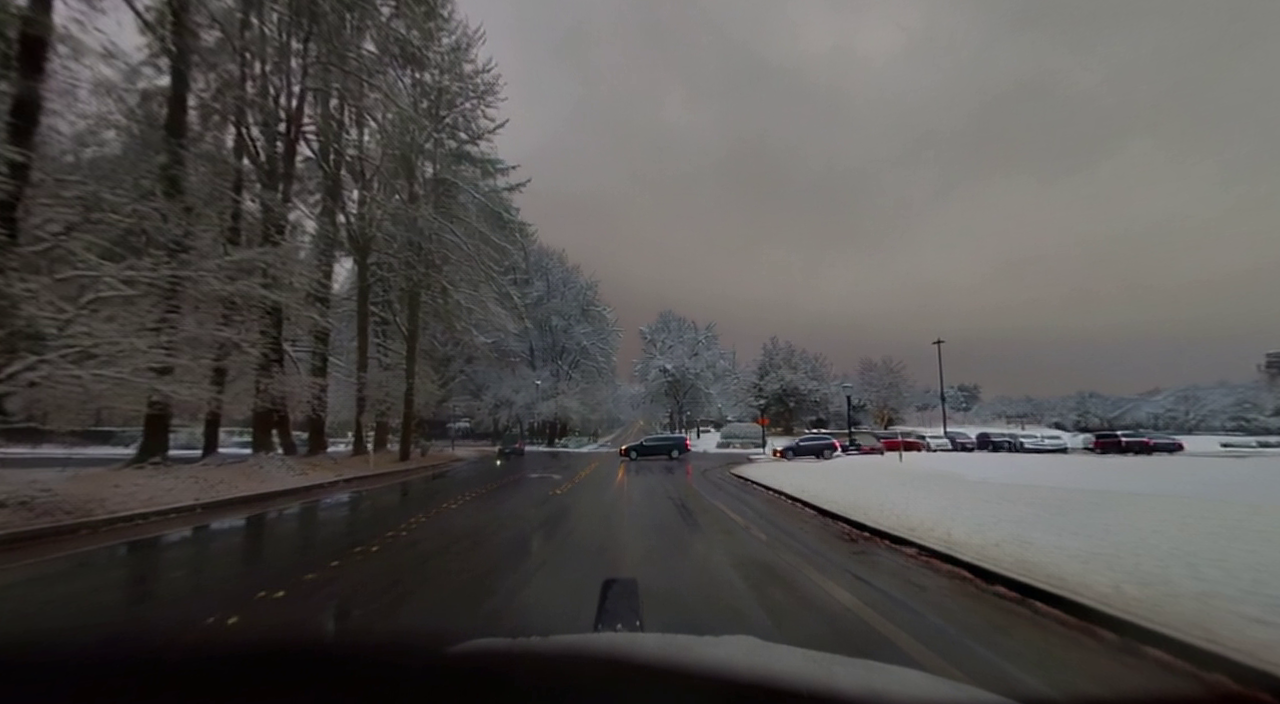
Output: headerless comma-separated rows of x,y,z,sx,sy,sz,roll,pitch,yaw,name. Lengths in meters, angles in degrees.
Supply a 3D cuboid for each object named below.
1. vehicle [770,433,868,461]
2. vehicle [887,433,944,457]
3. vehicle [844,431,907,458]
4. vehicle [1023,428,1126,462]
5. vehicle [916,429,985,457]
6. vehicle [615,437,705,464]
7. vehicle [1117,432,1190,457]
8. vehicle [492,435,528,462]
10.027,5.358,35.655,4.870,1.507,2.073,0,-8,0,vehicle
17.944,6.080,41.356,1.673,1.436,3.700,1,-8,-8,vehicle
15.444,6.097,41.765,2.073,1.642,4.468,0,-8,-6,vehicle
21.114,4.542,30.744,3.830,1.429,1.890,4,-10,-10,vehicle
20.671,6.111,42.318,2.023,1.736,4.227,1,-8,-8,vehicle
1.159,5.867,37.612,4.890,1.478,2.253,-6,-10,32,vehicle
36.077,6.497,44.502,1.790,1.665,3.807,1,-8,-4,vehicle
-9.263,6.916,45.480,2.100,1.771,4.463,0,-8,-6,vehicle
